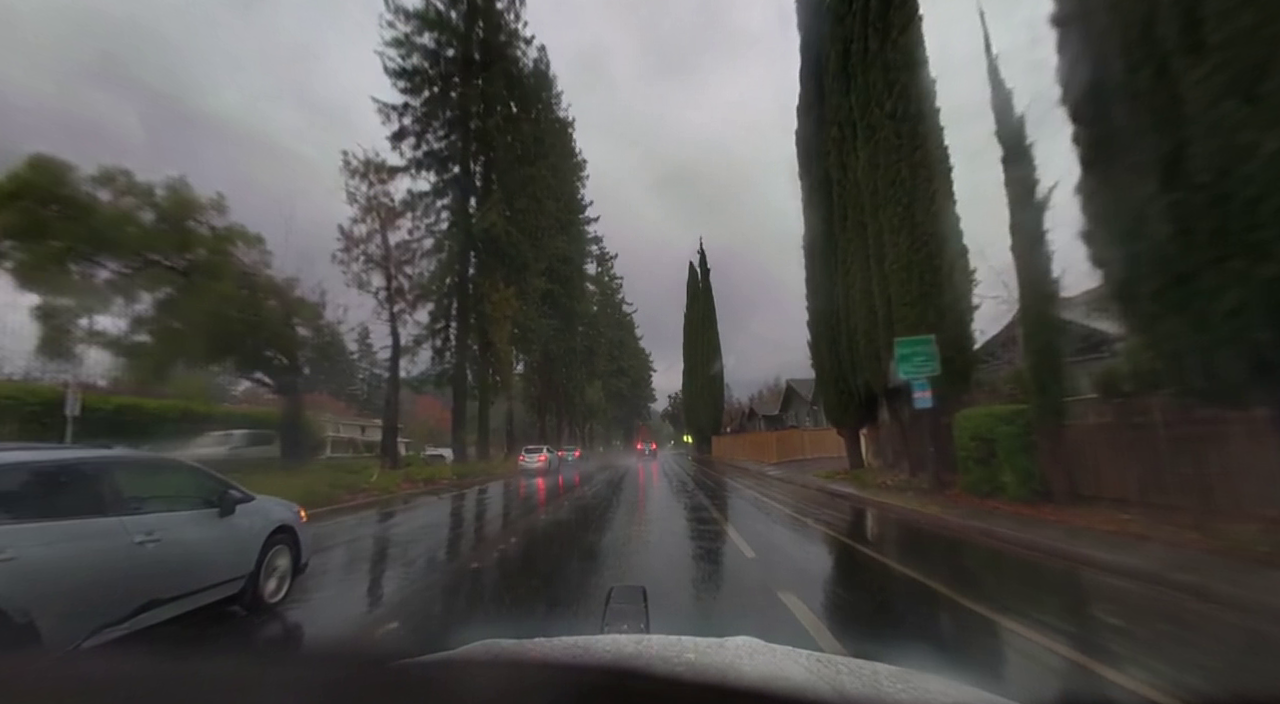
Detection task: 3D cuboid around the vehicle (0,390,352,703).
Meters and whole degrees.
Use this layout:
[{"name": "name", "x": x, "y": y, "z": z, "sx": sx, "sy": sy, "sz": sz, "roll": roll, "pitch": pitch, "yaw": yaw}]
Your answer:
[{"name": "vehicle", "x": -4.110, "y": 1.100, "z": 3.942, "sx": 2.190, "sy": 1.545, "sz": 4.943, "roll": 0, "pitch": -8, "yaw": 1}]

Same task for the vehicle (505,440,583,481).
[{"name": "vehicle", "x": -3.685, "y": 4.291, "z": 25.248, "sx": 2.188, "sy": 1.473, "sz": 4.651, "roll": 0, "pitch": -8, "yaw": 3}]
